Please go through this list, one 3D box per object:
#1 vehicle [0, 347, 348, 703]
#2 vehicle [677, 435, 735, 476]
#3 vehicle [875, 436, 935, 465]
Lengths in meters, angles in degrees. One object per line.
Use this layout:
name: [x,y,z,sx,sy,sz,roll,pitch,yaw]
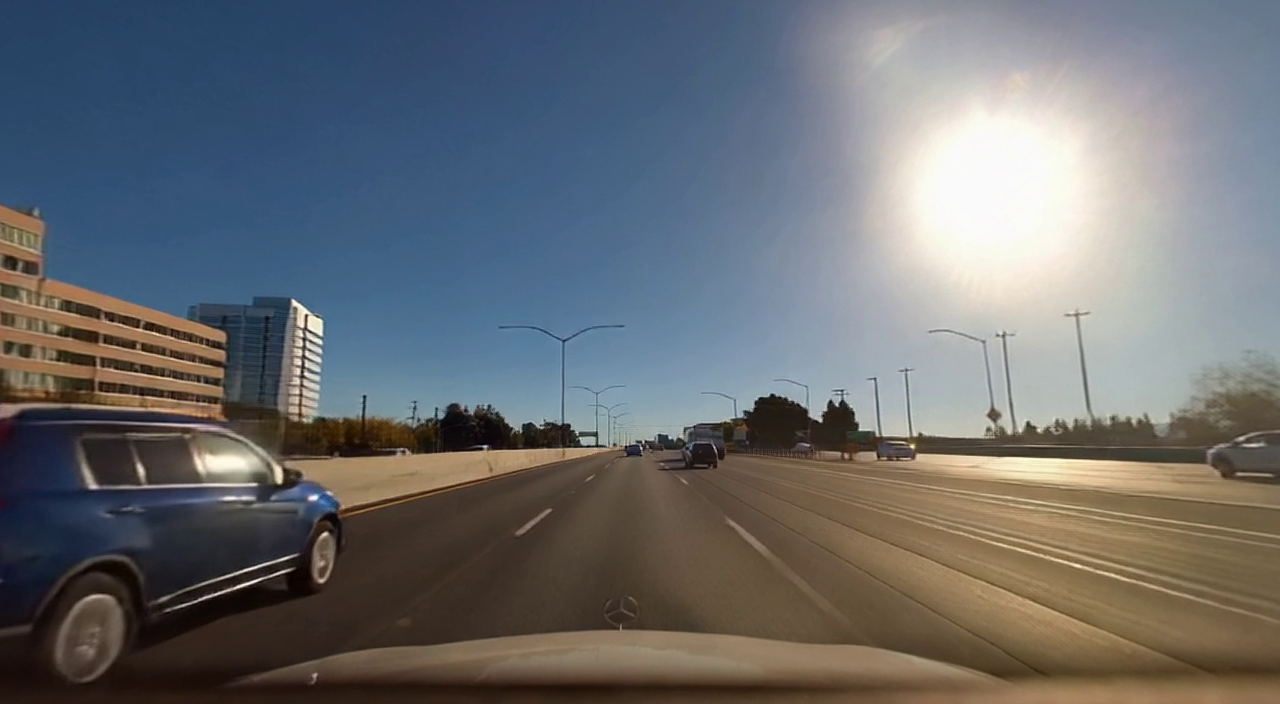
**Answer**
vehicle: [-3.574,0.924,3.094,2.099,1.682,4.590,0,-8,0]
vehicle: [2.847,4.571,28.153,1.997,1.638,4.281,0,-8,-1]
vehicle: [17.366,6.493,41.685,2.070,1.782,5.006,-1,-8,4]
